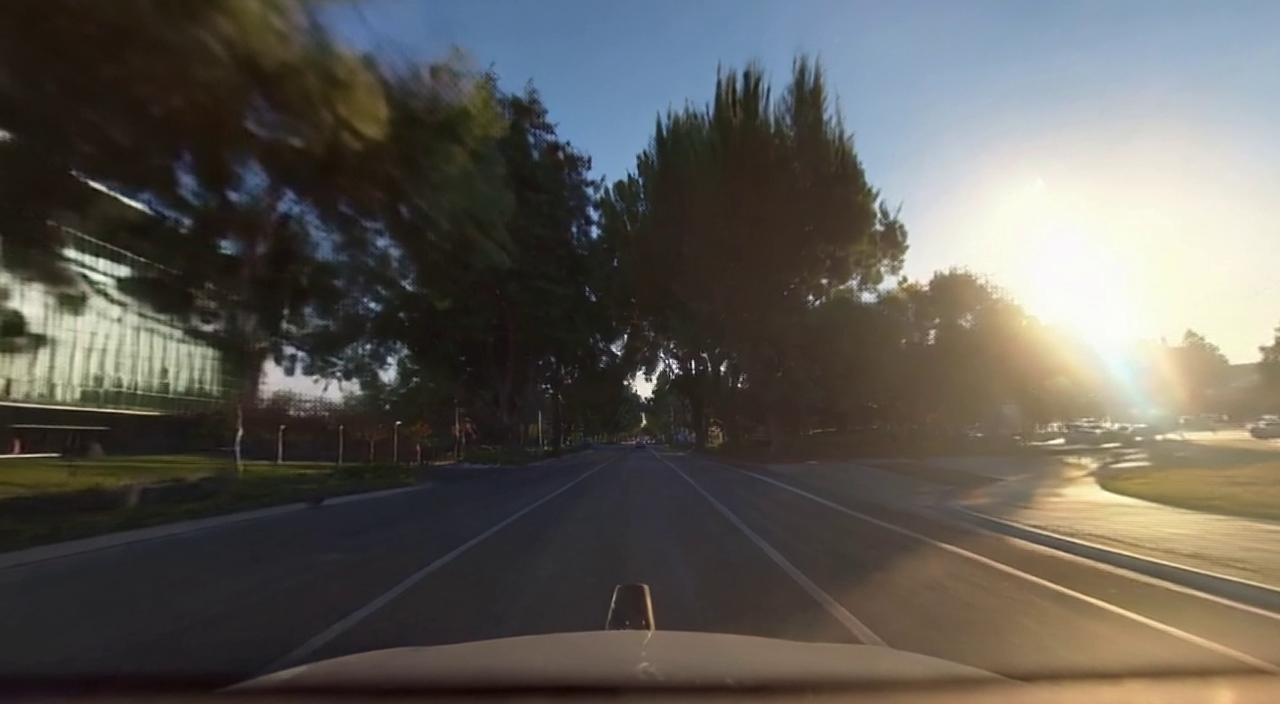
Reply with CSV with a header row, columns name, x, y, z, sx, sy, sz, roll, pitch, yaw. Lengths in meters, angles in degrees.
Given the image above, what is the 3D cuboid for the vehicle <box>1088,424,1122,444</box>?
name,x,y,z,sx,sy,sz,roll,pitch,yaw
vehicle,35.334,6.233,47.872,1.828,1.443,3.905,-6,-9,38

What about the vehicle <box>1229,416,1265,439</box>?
name,x,y,z,sx,sy,sz,roll,pitch,yaw
vehicle,41.970,5.217,43.605,1.545,1.512,3.318,-4,-7,41

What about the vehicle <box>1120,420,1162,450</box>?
name,x,y,z,sx,sy,sz,roll,pitch,yaw
vehicle,32.318,5.400,40.602,1.856,1.730,4.156,-9,-13,38
